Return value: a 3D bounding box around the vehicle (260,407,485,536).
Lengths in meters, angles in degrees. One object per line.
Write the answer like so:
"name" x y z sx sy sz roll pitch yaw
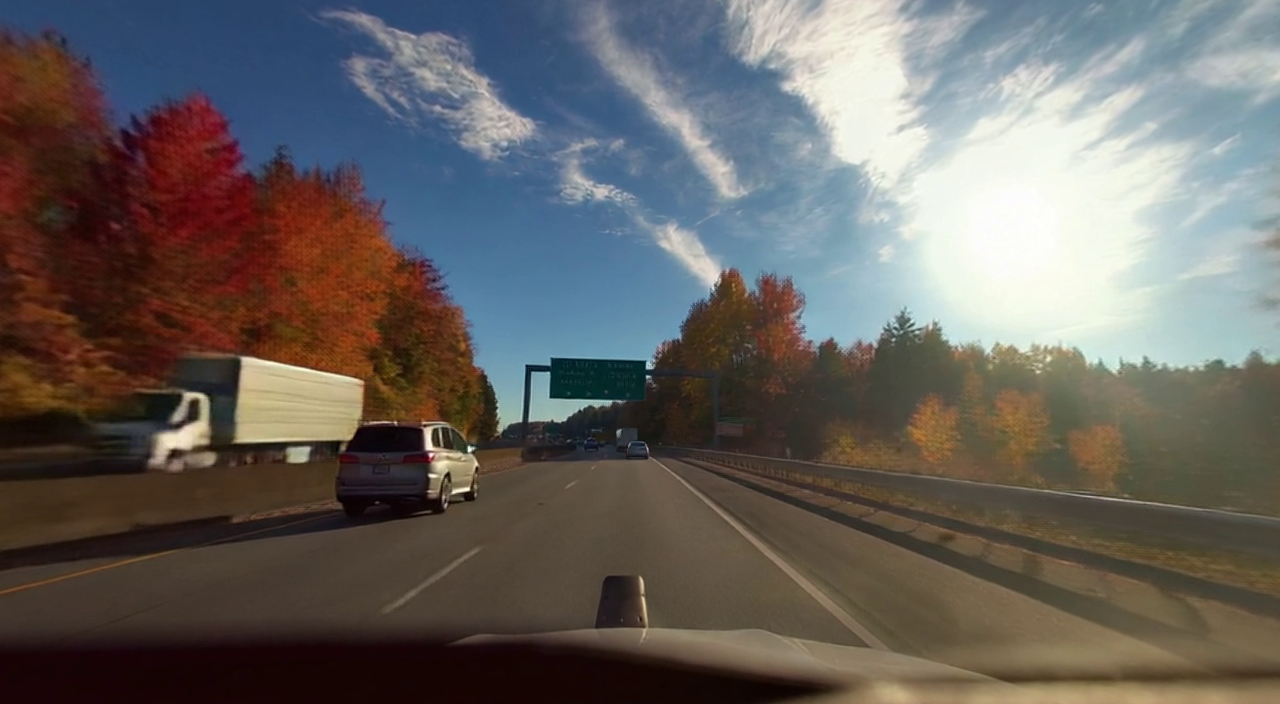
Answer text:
"vehicle" -4.144 1.925 10.666 1.924 1.720 4.195 0 -8 0

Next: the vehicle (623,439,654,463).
"vehicle" -0.120 6.483 41.413 1.939 1.497 3.863 0 -8 0
